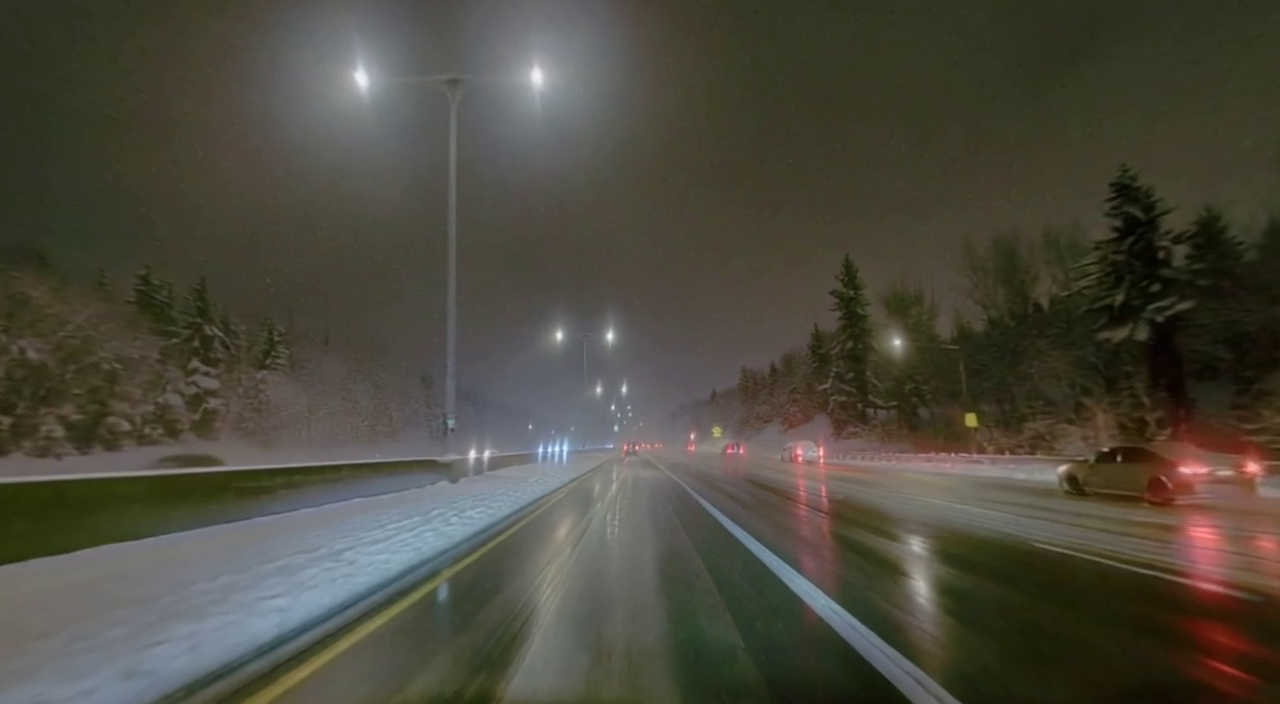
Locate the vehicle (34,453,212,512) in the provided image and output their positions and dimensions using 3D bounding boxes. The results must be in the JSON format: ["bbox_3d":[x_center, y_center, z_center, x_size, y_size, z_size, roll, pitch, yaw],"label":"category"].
[{"bbox_3d":[-14.697,3.686,18.286,1.895,1.444,3.835,0,-9,0],"label":"vehicle"}]

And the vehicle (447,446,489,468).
[{"bbox_3d":[-10.623,6.485,39.196,1.563,1.226,3.690,1,-8,-1],"label":"vehicle"}]

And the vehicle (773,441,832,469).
[{"bbox_3d":[9.426,6.017,37.056,2.075,1.496,4.573,0,-9,-2],"label":"vehicle"}]

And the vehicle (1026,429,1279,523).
[{"bbox_3d":[10.488,2.421,12.972,1.962,1.536,4.945,0,-9,-1],"label":"vehicle"}]
